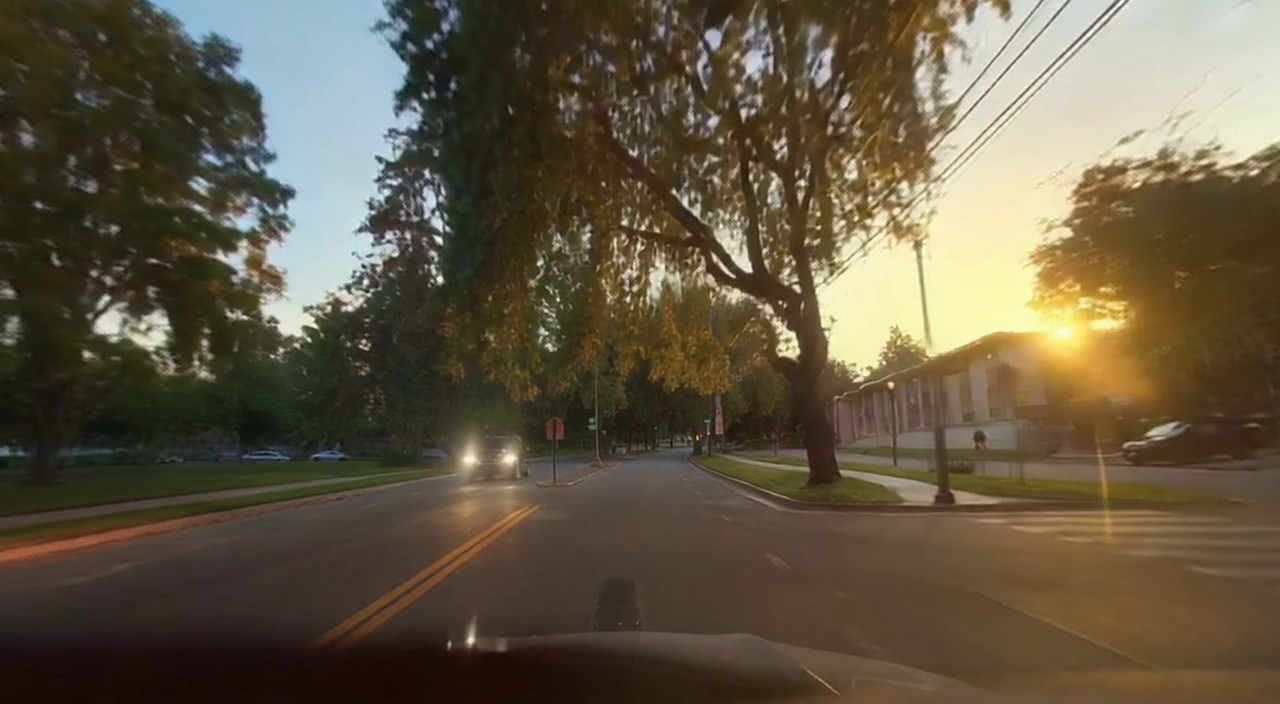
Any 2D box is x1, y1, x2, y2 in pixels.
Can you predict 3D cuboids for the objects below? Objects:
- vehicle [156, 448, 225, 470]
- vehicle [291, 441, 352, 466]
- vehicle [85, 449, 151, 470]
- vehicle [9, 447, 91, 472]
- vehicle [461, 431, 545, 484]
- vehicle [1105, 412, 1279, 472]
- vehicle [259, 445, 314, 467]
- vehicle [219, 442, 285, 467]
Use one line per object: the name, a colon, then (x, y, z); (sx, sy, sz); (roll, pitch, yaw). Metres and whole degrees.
vehicle: (-33.563, 7.962, 47.320); (1.785, 1.493, 4.343); (-1, -8, 4)
vehicle: (-23.327, 7.479, 46.454); (1.850, 1.662, 4.580); (1, -10, 3)
vehicle: (-39.000, 8.058, 47.334); (1.666, 1.471, 3.630); (2, -10, 2)
vehicle: (-44.239, 8.095, 47.490); (1.823, 1.673, 4.232); (-4, -10, 5)
vehicle: (-5.442, 4.278, 25.965); (2.252, 1.936, 5.538); (-1, -8, 0)
vehicle: (20.441, 3.343, 23.421); (4.593, 1.776, 2.094); (-4, -9, -1)
vehicle: (-26.006, 7.629, 46.612); (1.641, 1.505, 4.016); (-1, -9, 2)
vehicle: (-28.463, 7.518, 46.537); (1.977, 1.701, 4.396); (-1, -8, 2)
